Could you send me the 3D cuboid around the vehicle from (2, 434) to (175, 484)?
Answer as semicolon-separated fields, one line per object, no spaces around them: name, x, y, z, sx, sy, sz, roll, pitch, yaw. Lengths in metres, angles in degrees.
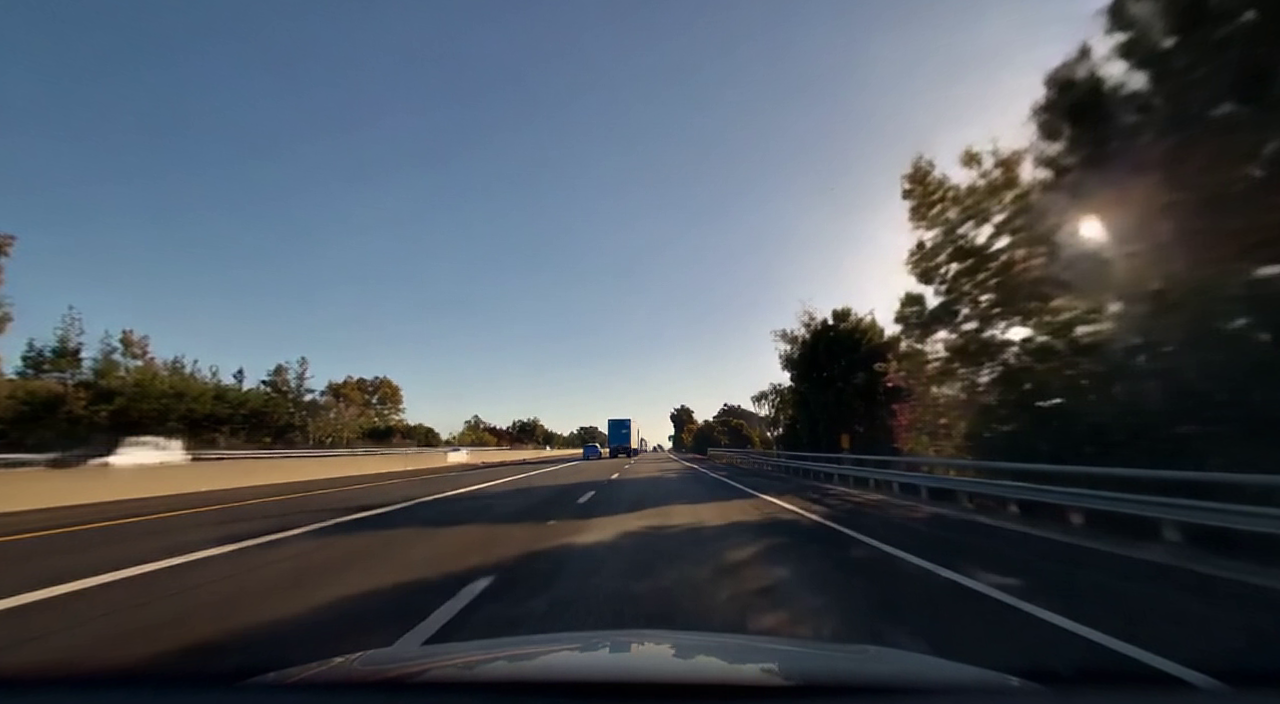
vehicle;-19.619;3.810;22.784;1.918;1.593;4.638;0;-8;2
